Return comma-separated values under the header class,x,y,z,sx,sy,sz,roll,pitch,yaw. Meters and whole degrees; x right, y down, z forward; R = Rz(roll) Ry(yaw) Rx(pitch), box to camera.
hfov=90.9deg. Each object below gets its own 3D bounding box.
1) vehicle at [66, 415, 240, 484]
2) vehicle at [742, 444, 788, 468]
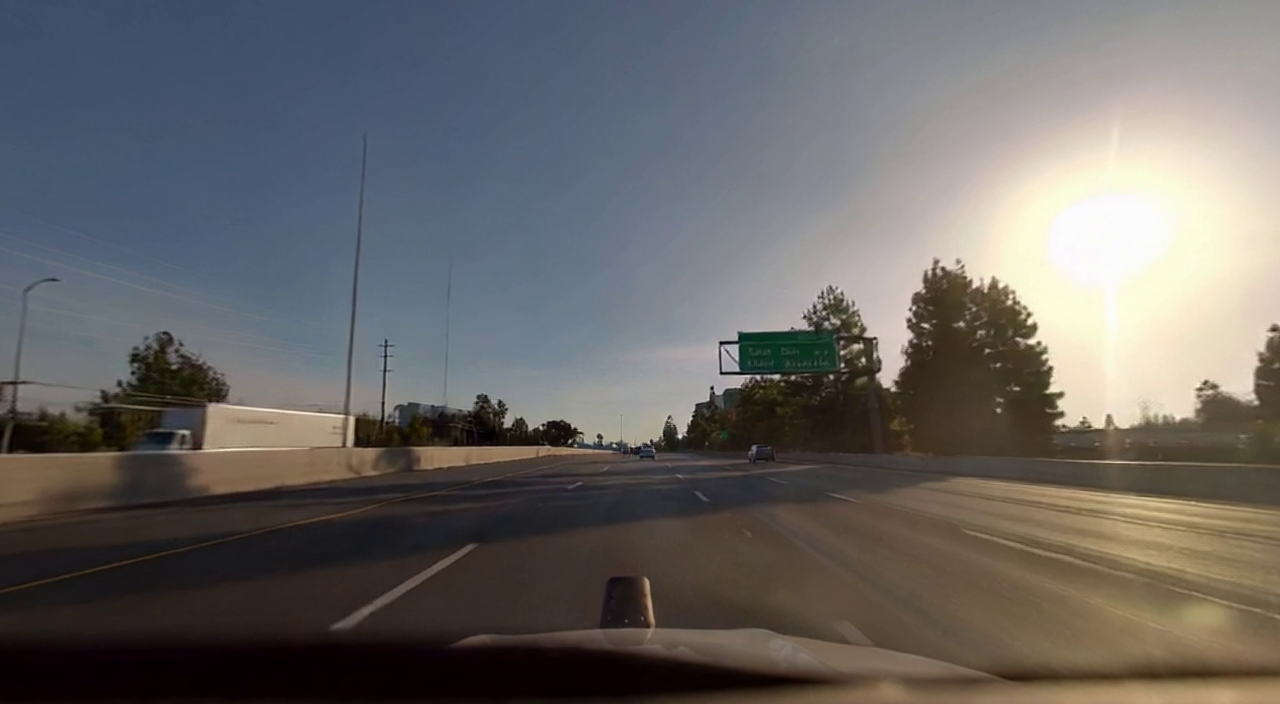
class,x,y,z,sx,sy,sz,roll,pitch,yaw
vehicle,-21.461,4.371,28.351,2.626,2.725,6.211,0,-9,2
vehicle,8.026,6.733,40.913,2.056,1.465,4.304,0,-8,0
